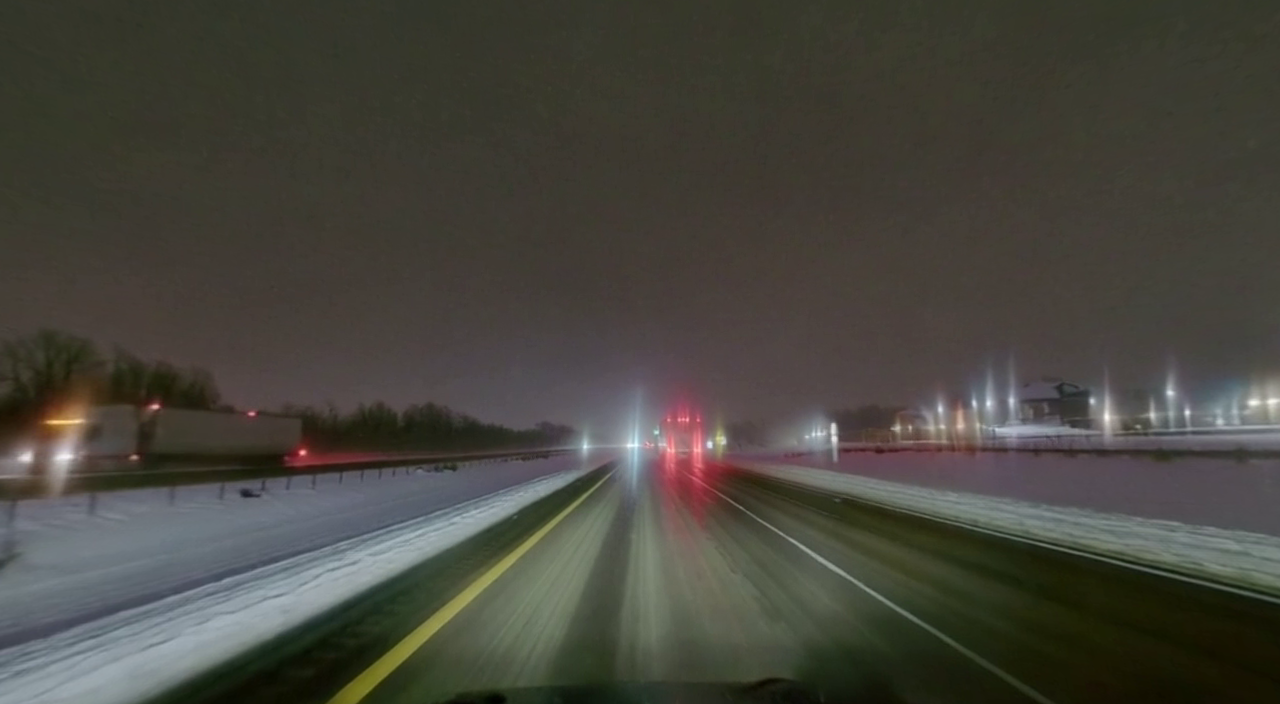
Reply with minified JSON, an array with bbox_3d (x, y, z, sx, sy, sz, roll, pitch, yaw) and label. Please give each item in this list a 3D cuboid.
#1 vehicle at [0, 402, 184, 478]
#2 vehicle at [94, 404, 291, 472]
[{"bbox_3d":[-32.908,5.377,38.469,3.063,4.018,9.277,0,-8,1],"label":"vehicle"},{"bbox_3d":[-32.863,6.671,48.200,2.861,4.219,16.761,0,-8,0],"label":"vehicle"}]
